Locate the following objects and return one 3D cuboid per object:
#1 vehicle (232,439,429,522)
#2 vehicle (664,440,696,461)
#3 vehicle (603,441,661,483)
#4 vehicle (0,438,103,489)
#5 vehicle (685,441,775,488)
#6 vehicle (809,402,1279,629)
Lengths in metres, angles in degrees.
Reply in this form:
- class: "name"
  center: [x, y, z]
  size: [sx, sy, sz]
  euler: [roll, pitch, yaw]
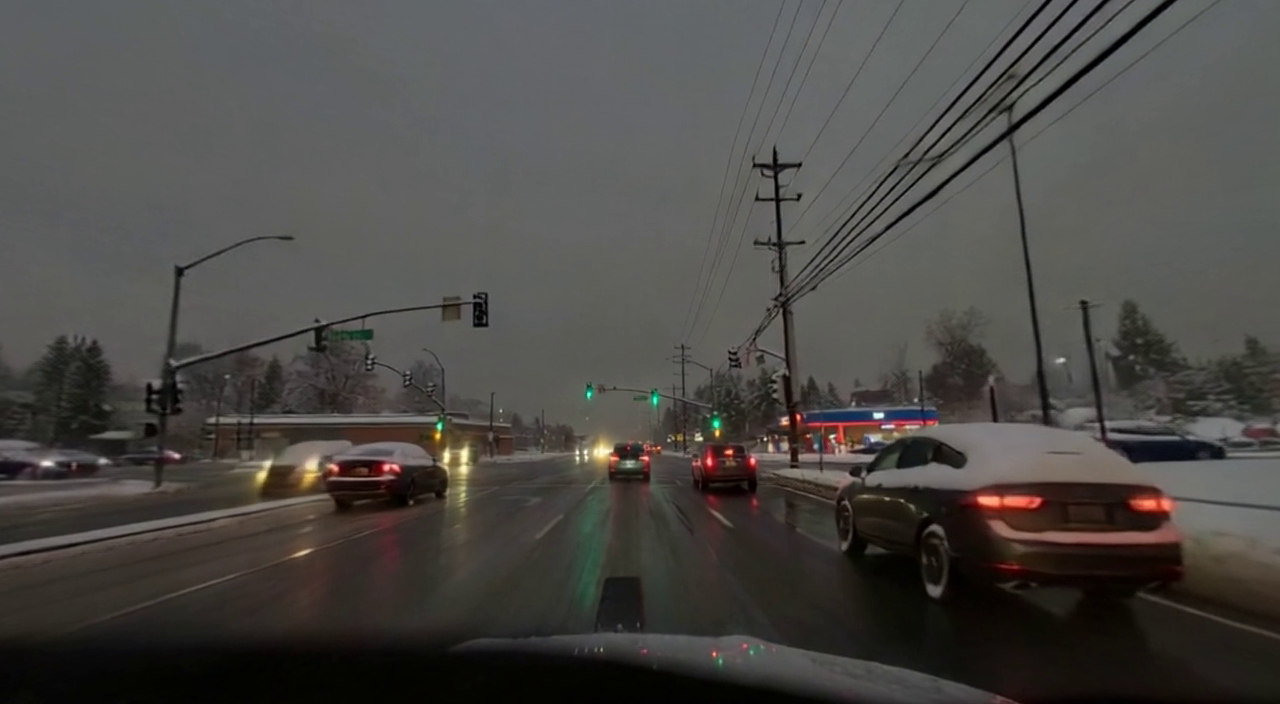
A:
- class: "vehicle"
  center: [-6.315, 2.642, 13.572]
  size: [2.075, 1.470, 4.190]
  euler: [0, -9, 1]
- class: "vehicle"
  center: [2.943, 7.355, 47.089]
  size: [1.971, 1.477, 4.121]
  euler: [0, -9, -2]
- class: "vehicle"
  center: [-0.333, 4.214, 24.545]
  size: [2.065, 1.484, 3.894]
  euler: [0, -9, -1]
- class: "vehicle"
  center: [-30.336, 5.277, 30.004]
  size: [6.968, 2.250, 2.605]
  euler: [0, -9, -3]
- class: "vehicle"
  center: [2.927, 3.804, 21.719]
  size: [2.208, 1.436, 4.542]
  euler: [0, -9, -3]
- class: "vehicle"
  center: [3.800, 1.567, 7.104]
  size: [2.452, 1.682, 4.565]
  euler: [0, -9, -1]
